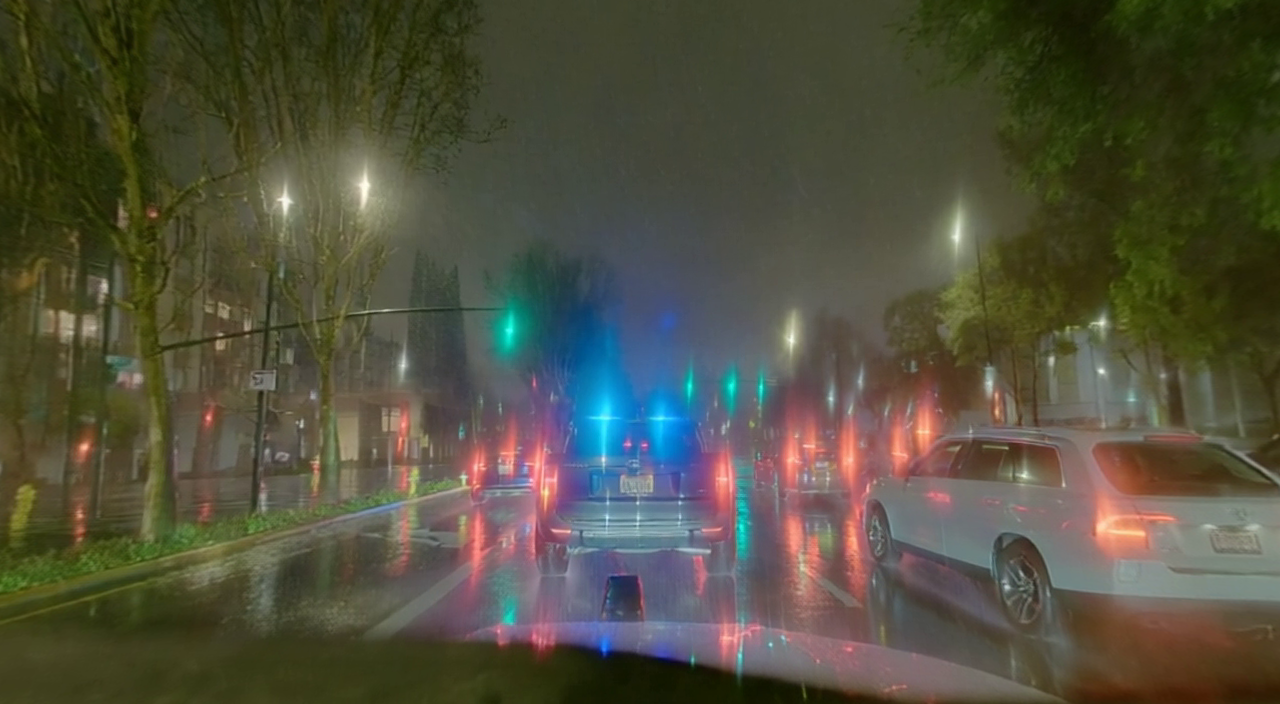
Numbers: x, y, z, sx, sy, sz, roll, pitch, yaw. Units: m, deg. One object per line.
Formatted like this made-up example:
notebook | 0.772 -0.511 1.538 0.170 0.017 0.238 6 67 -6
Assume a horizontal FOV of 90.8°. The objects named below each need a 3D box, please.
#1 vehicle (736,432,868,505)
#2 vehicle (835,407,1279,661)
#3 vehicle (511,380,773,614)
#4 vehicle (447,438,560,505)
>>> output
vehicle | 3.634 2.700 15.058 1.940 1.474 4.234 0 -8 -1
vehicle | 3.640 1.411 6.081 1.995 1.483 4.533 0 -8 -1
vehicle | -0.032 1.461 7.273 2.038 1.819 4.505 0 -8 -1
vehicle | -3.316 2.984 16.212 1.913 1.464 4.276 0 -8 0
